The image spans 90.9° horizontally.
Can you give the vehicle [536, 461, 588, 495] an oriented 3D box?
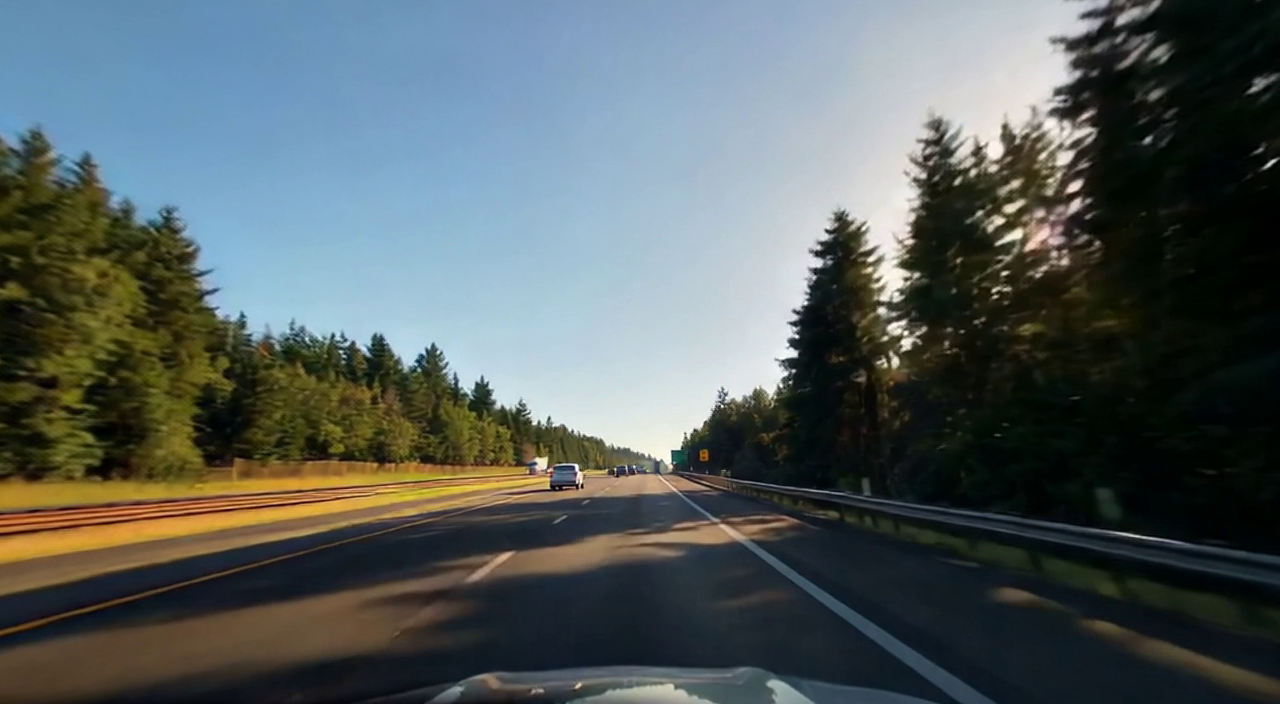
[{"bbox_3d":[-3.945,6.478,32.540,2.180,1.618,4.219,1,-10,-1],"label":"vehicle"}]
